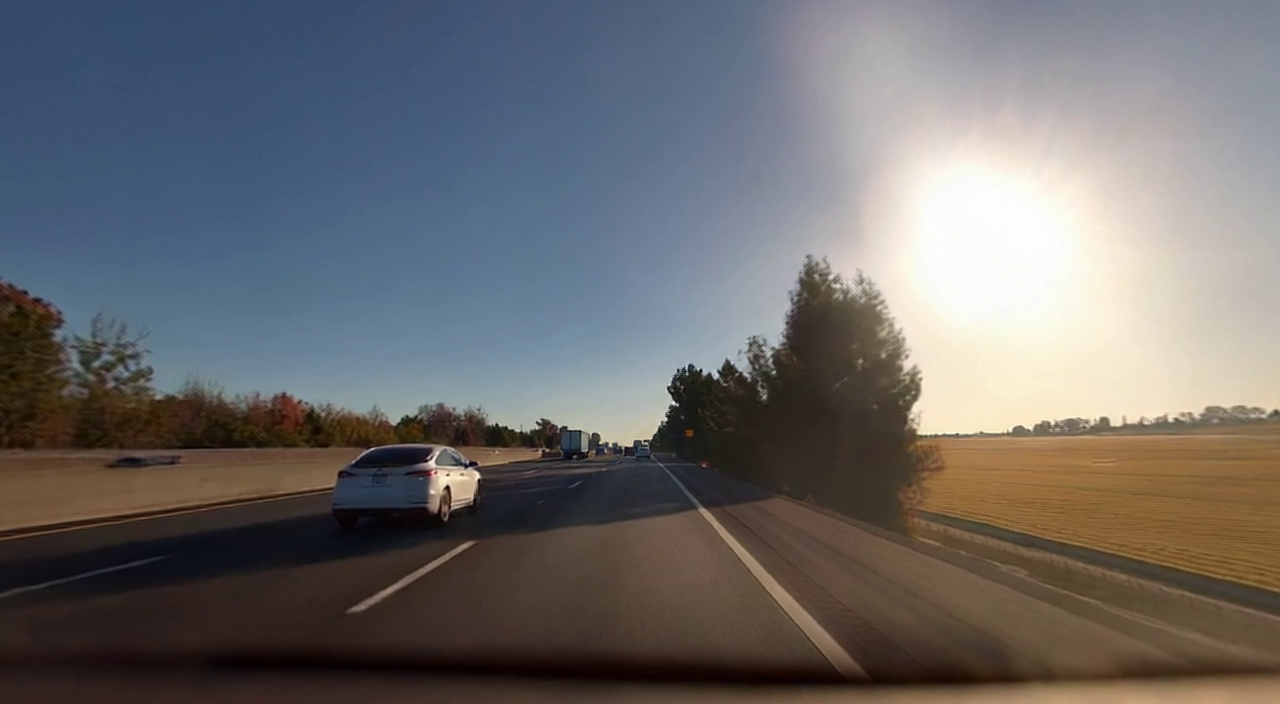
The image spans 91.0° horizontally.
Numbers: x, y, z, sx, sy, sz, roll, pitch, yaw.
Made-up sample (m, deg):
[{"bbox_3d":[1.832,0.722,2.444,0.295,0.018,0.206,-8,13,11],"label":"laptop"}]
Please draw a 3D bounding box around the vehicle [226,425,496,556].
[{"bbox_3d":[-3.898,2.027,9.990,2.028,1.553,4.820,0,-9,1],"label":"vehicle"}]
